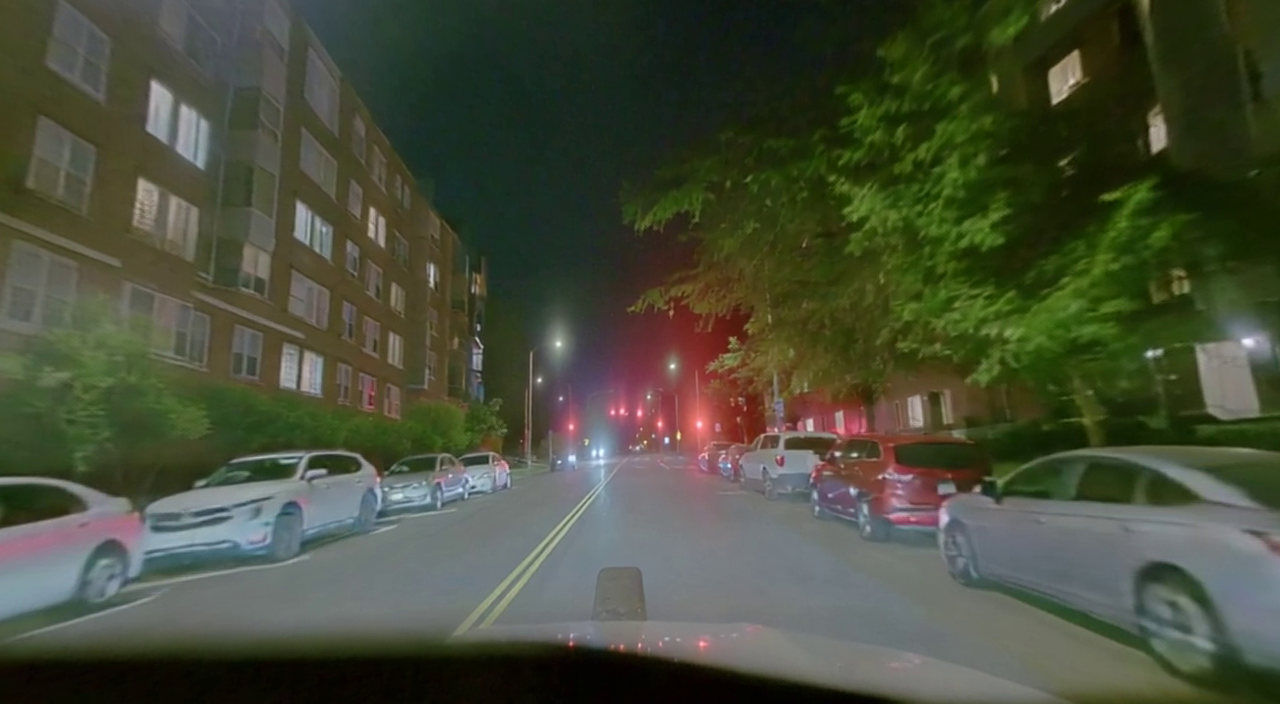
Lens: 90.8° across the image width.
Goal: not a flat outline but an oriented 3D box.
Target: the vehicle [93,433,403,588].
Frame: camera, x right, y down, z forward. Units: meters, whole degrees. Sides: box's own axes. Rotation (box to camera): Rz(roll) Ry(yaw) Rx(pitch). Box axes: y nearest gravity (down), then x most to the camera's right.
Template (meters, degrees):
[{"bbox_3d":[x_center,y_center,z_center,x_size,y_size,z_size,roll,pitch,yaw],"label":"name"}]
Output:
[{"bbox_3d":[-5.969,2.386,10.494,2.077,1.756,4.665,-7,-9,1],"label":"vehicle"}]

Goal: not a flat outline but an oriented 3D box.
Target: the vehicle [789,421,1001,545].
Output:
[{"bbox_3d":[3.992,2.098,10.803,1.782,1.669,4.226,0,-8,-1],"label":"vehicle"}]

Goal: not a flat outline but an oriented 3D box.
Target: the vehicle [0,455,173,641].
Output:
[{"bbox_3d":[-6.041,1.643,4.805,1.765,1.426,4.349,-6,-8,-1],"label":"vehicle"}]

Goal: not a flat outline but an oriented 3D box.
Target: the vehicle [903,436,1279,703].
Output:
[{"bbox_3d":[3.816,1.354,4.680,1.696,1.416,4.585,0,-8,-1],"label":"vehicle"}]

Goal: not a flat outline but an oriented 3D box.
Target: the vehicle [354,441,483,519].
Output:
[{"bbox_3d":[-5.870,3.380,17.307,1.929,1.681,4.216,-6,-8,0],"label":"vehicle"}]

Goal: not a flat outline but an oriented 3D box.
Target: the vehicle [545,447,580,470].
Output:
[{"bbox_3d":[-5.773,7.983,47.505,1.947,1.473,4.397,-4,-8,1],"label":"vehicle"}]
